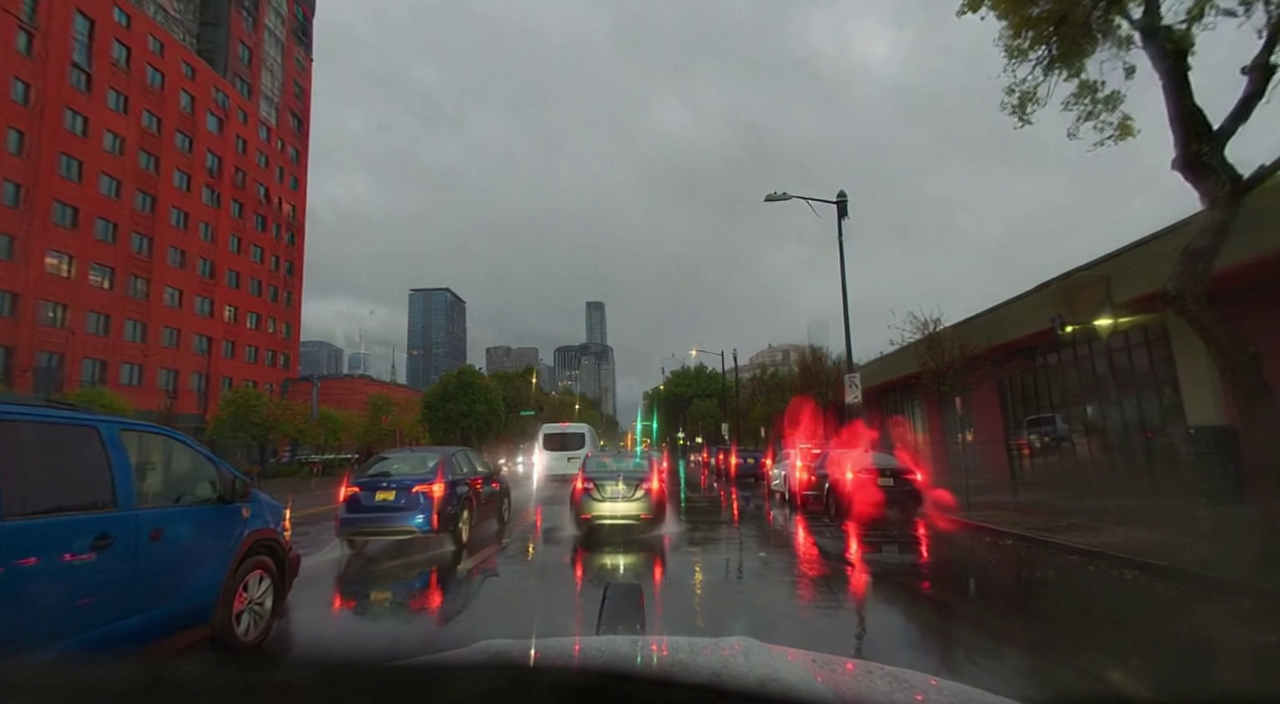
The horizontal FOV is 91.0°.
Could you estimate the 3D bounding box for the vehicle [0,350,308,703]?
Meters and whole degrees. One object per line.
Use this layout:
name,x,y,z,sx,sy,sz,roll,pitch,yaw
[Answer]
vehicle,-3.727,0.867,2.524,2.140,1.768,4.685,0,-9,1

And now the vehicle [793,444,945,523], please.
vehicle,4.902,2.847,14.173,1.832,1.491,4.054,1,-9,-1

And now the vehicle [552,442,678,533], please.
vehicle,-0.414,2.623,12.824,2.152,1.518,4.113,0,-9,0

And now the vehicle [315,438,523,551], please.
vehicle,-3.525,2.340,11.116,1.995,1.554,4.426,0,-9,1
